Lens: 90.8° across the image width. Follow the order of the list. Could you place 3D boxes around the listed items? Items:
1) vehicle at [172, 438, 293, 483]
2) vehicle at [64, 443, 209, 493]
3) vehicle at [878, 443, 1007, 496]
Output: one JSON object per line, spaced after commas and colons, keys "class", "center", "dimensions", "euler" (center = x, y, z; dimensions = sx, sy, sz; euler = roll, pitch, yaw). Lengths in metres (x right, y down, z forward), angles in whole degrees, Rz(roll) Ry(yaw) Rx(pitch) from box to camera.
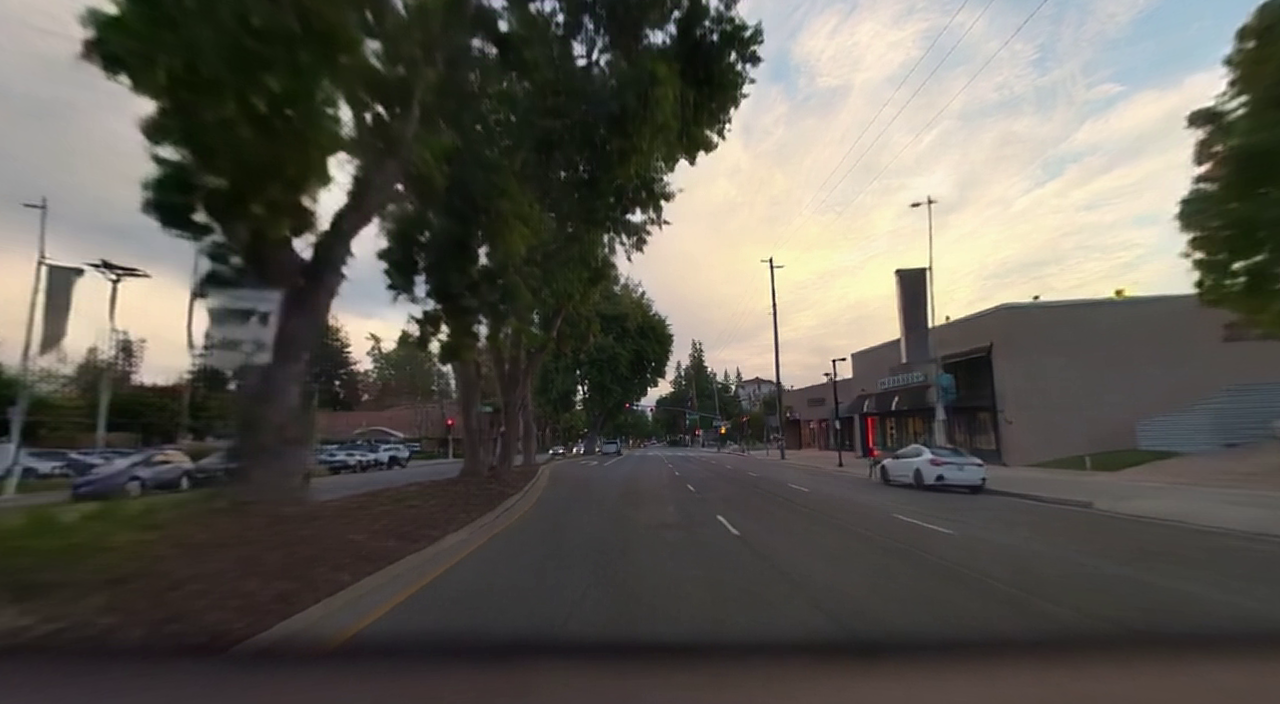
{"class": "vehicle", "center": [-19.328, 5.131, 30.382], "dimensions": [2.085, 1.957, 5.548], "euler": [0, -8, 1]}
{"class": "vehicle", "center": [-19.531, 4.474, 24.828], "dimensions": [1.966, 1.753, 4.634], "euler": [0, -9, -2]}
{"class": "vehicle", "center": [9.848, 3.825, 21.069], "dimensions": [1.919, 1.546, 4.730], "euler": [0, -9, 0]}
